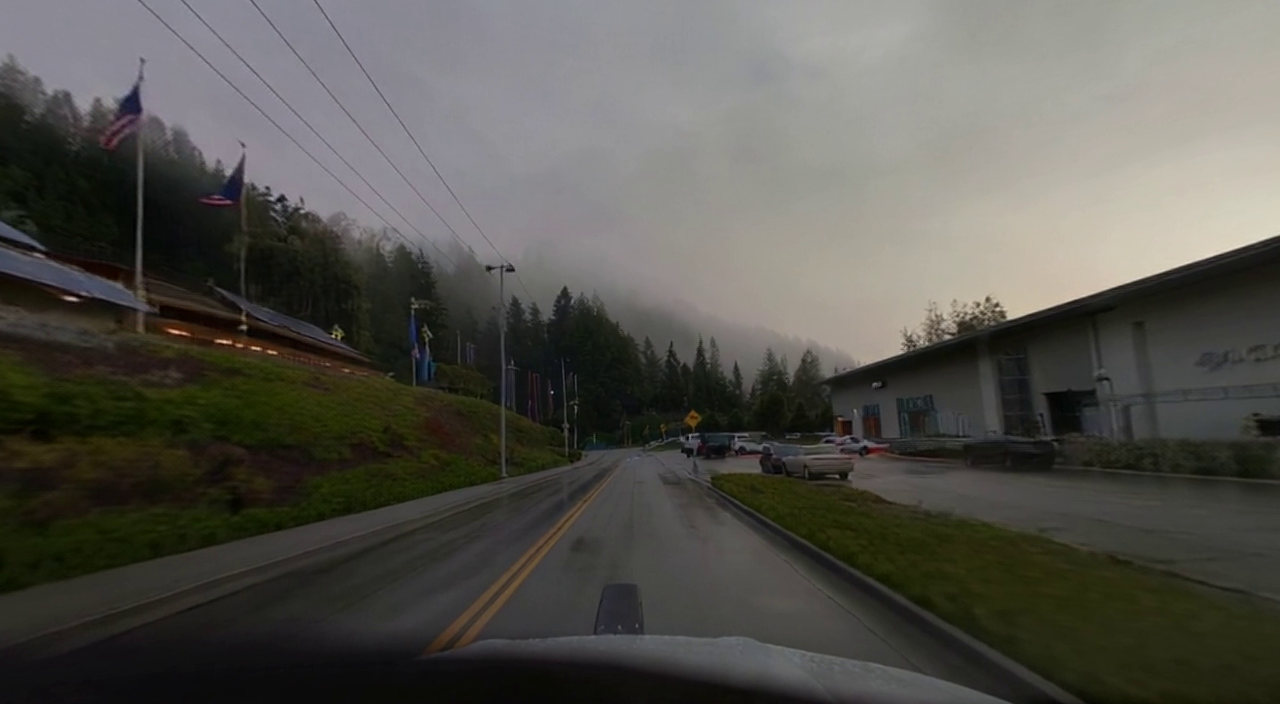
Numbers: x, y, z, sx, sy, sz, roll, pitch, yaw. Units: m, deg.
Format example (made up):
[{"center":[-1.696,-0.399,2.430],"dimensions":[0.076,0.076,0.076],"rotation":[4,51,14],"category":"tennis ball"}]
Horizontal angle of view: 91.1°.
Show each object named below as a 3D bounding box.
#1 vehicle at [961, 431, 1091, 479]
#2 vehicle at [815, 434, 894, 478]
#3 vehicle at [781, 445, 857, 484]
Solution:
[{"center":[14.695,3.968,24.301],"dimensions":[1.947,1.657,4.314],"rotation":[0,-9,-6],"category":"vehicle"},{"center":[10.154,4.974,30.213],"dimensions":[2.113,1.945,4.546],"rotation":[0,-9,-1],"category":"vehicle"},{"center":[7.476,4.732,26.743],"dimensions":[1.909,1.496,4.079],"rotation":[0,-9,-2],"category":"vehicle"}]
